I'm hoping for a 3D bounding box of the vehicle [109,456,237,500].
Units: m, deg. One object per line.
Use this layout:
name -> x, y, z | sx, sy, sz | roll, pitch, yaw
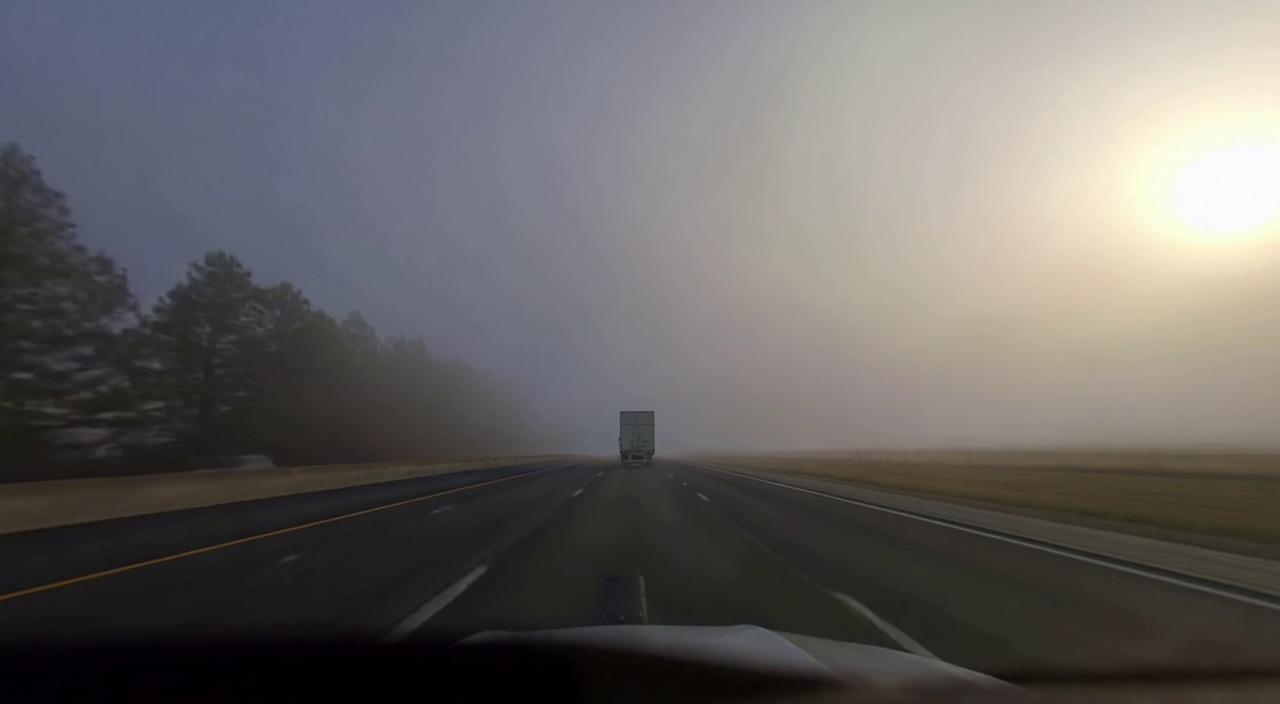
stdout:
vehicle -> -17.095, 4.595, 23.368 | 1.716, 1.459, 3.920 | 0, -9, 0
